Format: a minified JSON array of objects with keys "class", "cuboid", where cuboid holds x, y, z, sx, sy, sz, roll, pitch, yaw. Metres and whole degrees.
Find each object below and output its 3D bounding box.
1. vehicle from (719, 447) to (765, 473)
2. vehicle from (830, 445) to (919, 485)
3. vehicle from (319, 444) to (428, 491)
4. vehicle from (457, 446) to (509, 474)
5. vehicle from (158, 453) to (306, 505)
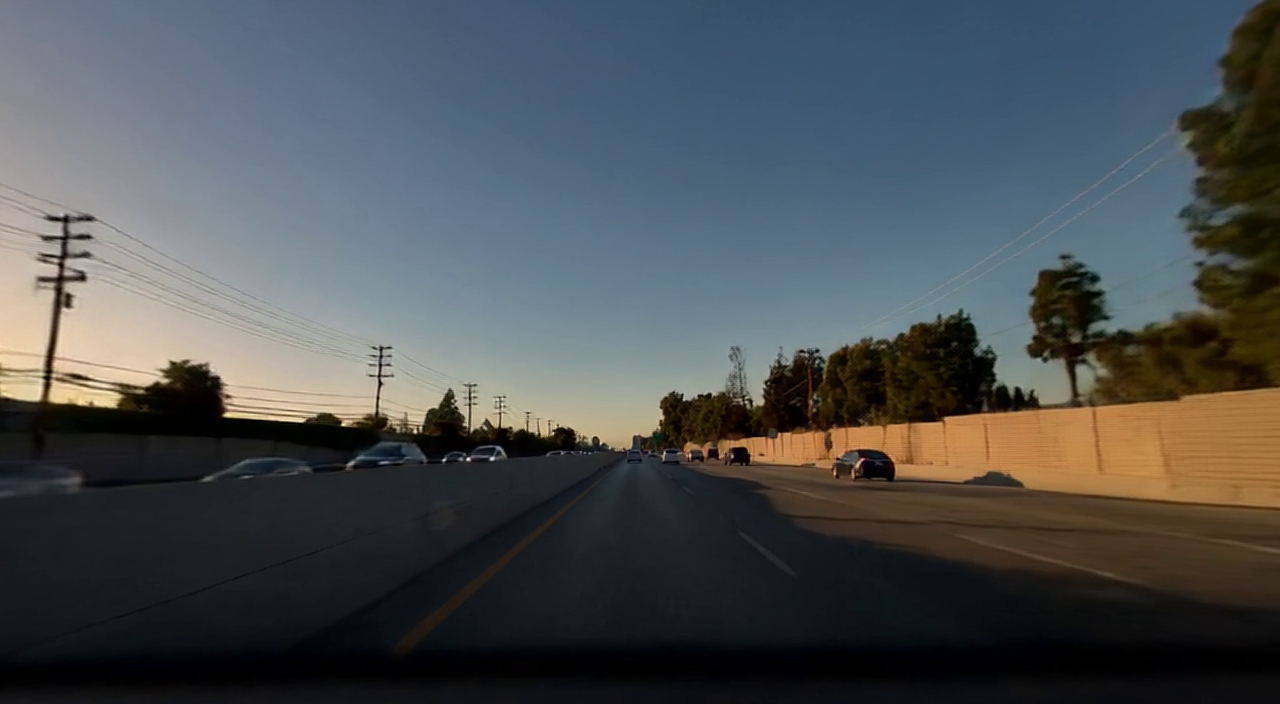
[{"class":"vehicle","cuboid":[6.352,6.805,39.995,2.069,1.520,4.614,0,-9,-1]},{"class":"vehicle","cuboid":[9.725,4.712,26.654,1.969,1.506,4.422,0,-9,-1]},{"class":"vehicle","cuboid":[-10.061,4.368,24.288,2.225,1.643,4.403,0,-9,1]},{"class":"vehicle","cuboid":[-10.035,6.896,40.621,2.170,1.635,4.356,0,-9,1]},{"class":"vehicle","cuboid":[-13.303,4.136,21.009,1.999,1.460,4.390,0,-9,0]}]
